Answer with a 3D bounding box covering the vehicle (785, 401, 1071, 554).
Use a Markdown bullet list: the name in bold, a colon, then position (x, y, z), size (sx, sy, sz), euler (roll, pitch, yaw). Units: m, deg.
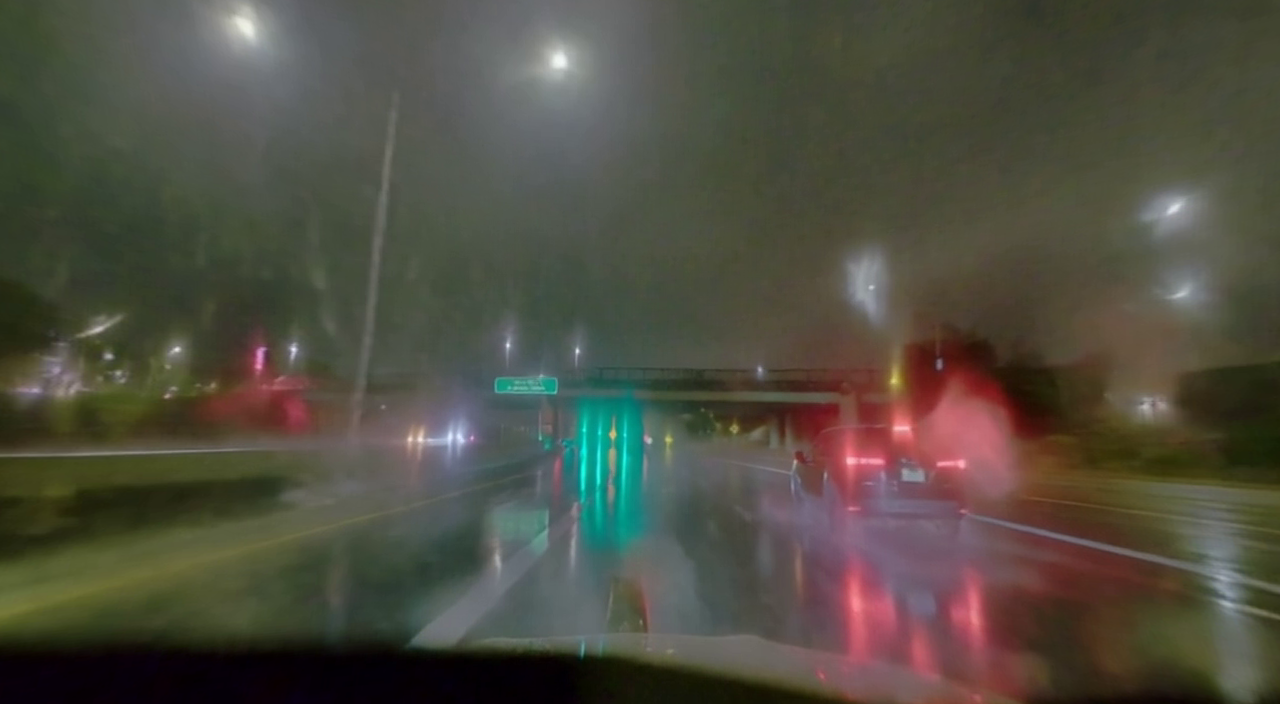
- **vehicle**: position (3.785, 1.748, 9.533), size (2.039, 1.701, 4.834), euler (0, -8, 0)
